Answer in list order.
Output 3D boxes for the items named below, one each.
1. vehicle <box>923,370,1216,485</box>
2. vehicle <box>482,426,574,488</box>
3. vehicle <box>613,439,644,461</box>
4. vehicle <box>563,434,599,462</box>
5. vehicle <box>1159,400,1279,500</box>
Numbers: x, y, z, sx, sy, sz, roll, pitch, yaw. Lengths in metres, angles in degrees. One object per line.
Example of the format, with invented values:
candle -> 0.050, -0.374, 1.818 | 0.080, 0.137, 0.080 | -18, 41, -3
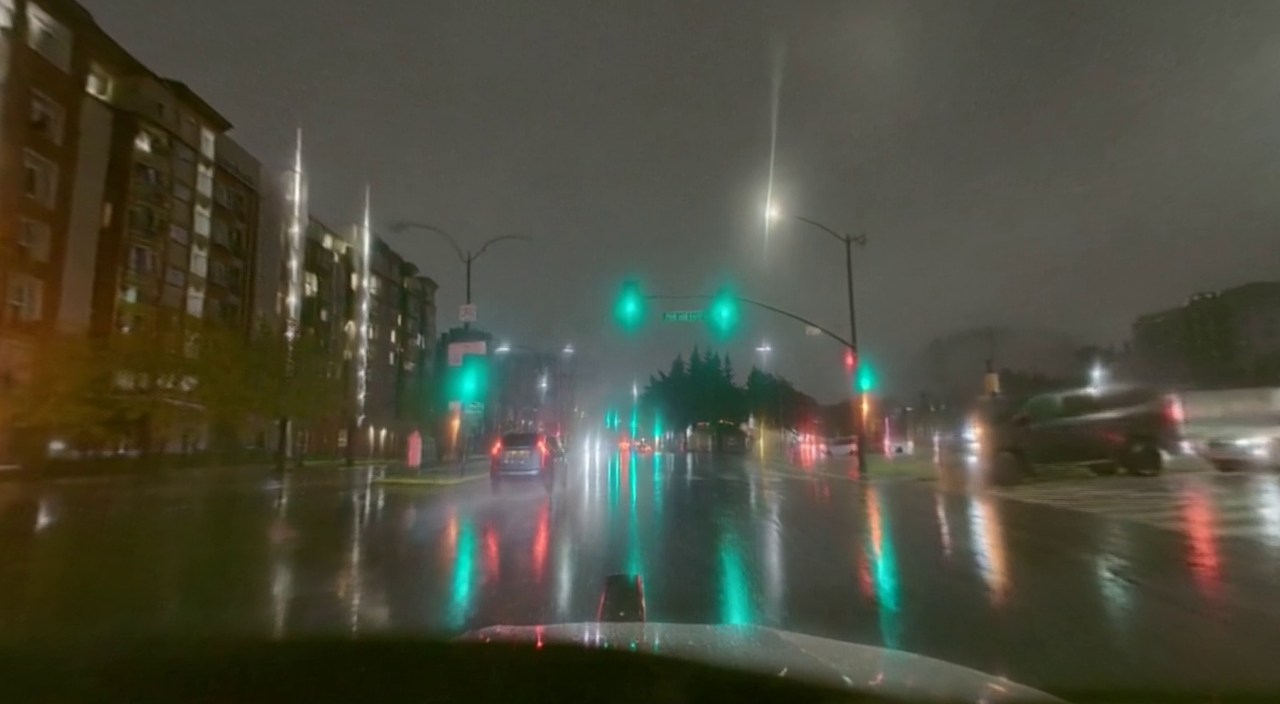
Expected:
vehicle -> 11.861, 2.126, 17.882 | 6.233, 2.668, 2.627 | -3, -8, -3
vehicle -> -3.386, 3.300, 20.048 | 2.116, 1.725, 4.315 | 0, -9, 0
vehicle -> -0.893, 7.047, 45.461 | 2.095, 1.438, 3.843 | 0, -9, -3
vehicle -> -3.967, 6.573, 43.199 | 2.152, 1.802, 4.628 | 0, -9, -2
vehicle -> 13.196, 1.783, 12.334 | 4.328, 1.742, 1.942 | -3, -7, -1
